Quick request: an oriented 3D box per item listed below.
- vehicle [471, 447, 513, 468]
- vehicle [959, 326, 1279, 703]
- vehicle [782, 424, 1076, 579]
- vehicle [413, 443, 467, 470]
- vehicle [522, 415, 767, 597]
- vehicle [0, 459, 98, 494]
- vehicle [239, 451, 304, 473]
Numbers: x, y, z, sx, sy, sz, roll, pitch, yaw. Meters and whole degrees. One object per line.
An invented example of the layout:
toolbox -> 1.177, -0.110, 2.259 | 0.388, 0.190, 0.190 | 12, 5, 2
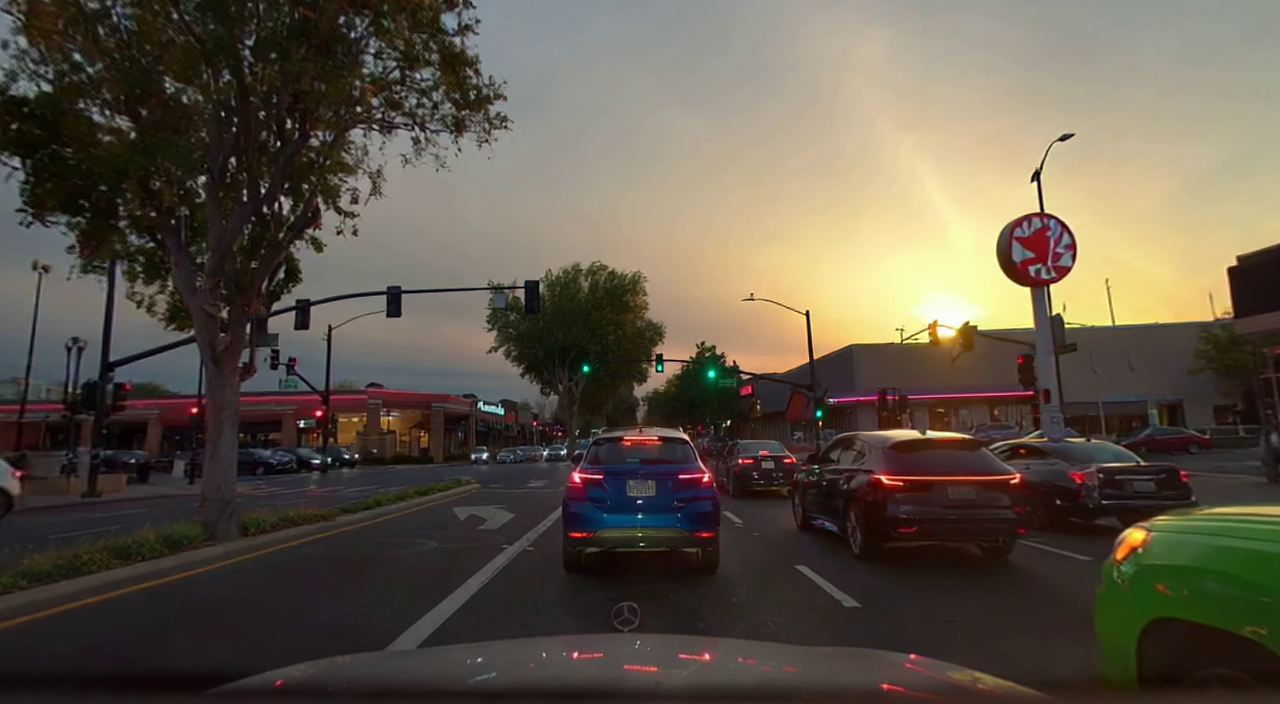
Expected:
vehicle -> -11.260, 8.003, 48.242 | 2.099, 1.478, 4.411 | 0, -9, 0
vehicle -> 2.980, 0.705, 1.574 | 2.075, 1.661, 4.401 | 0, -9, 1
vehicle -> 3.321, 1.790, 8.360 | 1.865, 1.496, 4.170 | 0, -9, -1
vehicle -> -15.084, 7.895, 48.034 | 2.395, 1.903, 4.860 | -1, -9, 1
vehicle -> 0.013, 1.633, 7.493 | 2.154, 1.577, 3.723 | 0, -9, -1
vehicle -> -27.256, 5.499, 28.070 | 4.285, 1.427, 1.883 | 3, -9, -22
vehicle -> -28.587, 8.530, 49.176 | 4.205, 1.541, 1.780 | 4, -10, -28
